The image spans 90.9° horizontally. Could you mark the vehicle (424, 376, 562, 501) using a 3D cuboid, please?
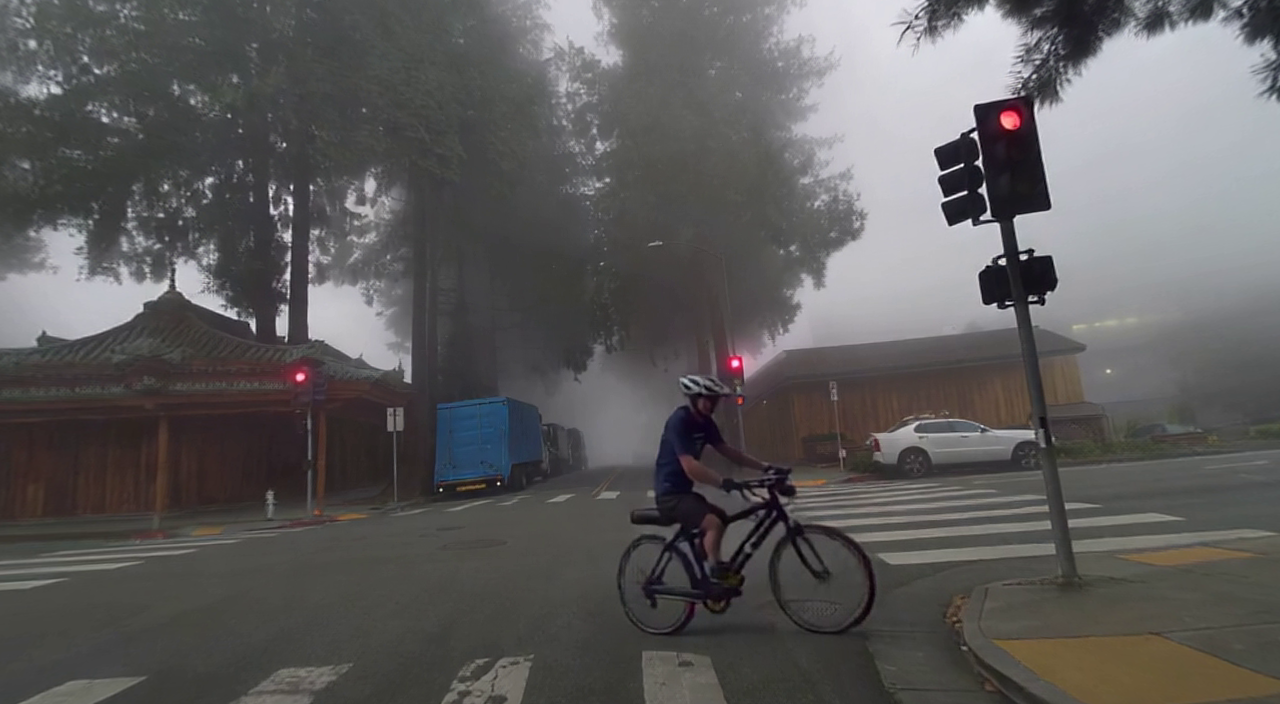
[{"bbox_3d":[-5.805,3.730,27.104,3.113,4.041,10.284,-5,-8,0],"label":"vehicle"}]

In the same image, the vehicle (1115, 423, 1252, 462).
[{"bbox_3d":[24.927,4.163,29.047,4.268,1.695,2.053,0,-8,3],"label":"vehicle"}]

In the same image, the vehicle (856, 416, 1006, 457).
[{"bbox_3d":[10.668,3.140,23.436,4.643,1.456,1.820,-1,-8,5],"label":"vehicle"}]
